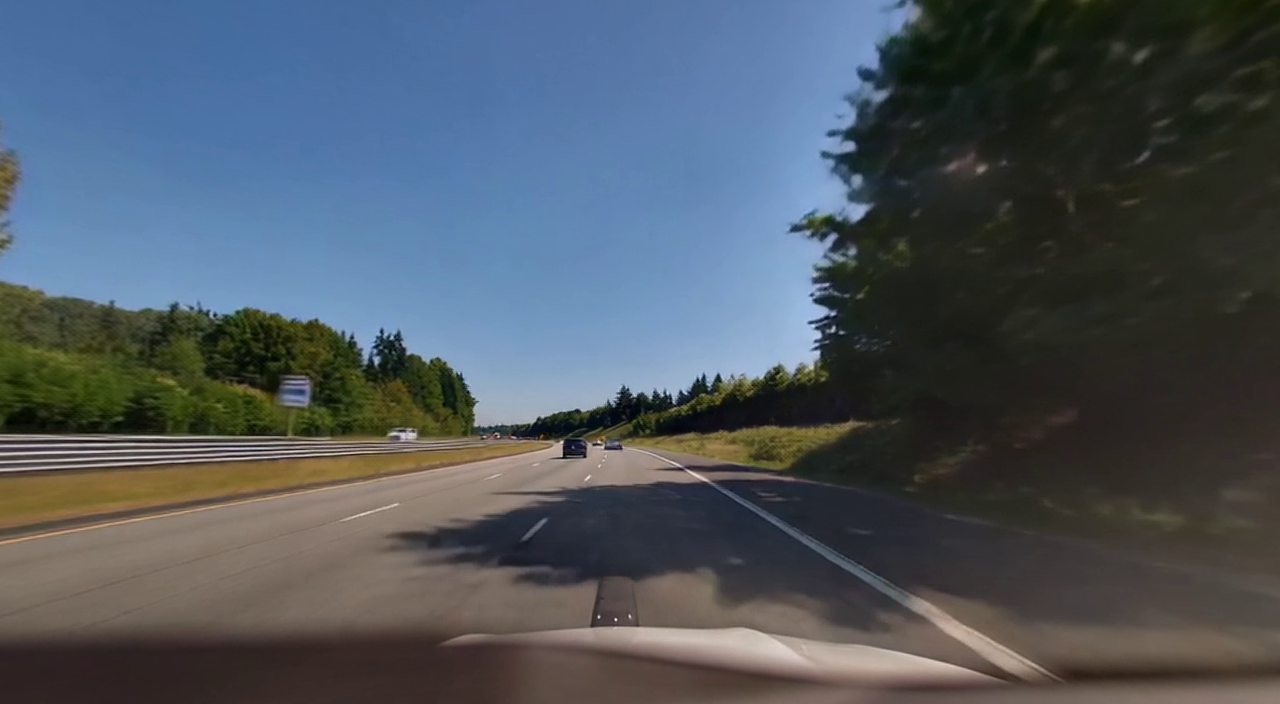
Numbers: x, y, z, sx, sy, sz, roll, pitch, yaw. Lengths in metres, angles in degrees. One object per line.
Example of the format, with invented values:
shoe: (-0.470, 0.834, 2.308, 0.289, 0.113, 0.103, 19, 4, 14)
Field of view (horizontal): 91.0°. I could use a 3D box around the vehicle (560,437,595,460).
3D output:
vehicle: (-4.585, 7.128, 46.626, 2.217, 1.604, 4.614, 0, -8, -1)
